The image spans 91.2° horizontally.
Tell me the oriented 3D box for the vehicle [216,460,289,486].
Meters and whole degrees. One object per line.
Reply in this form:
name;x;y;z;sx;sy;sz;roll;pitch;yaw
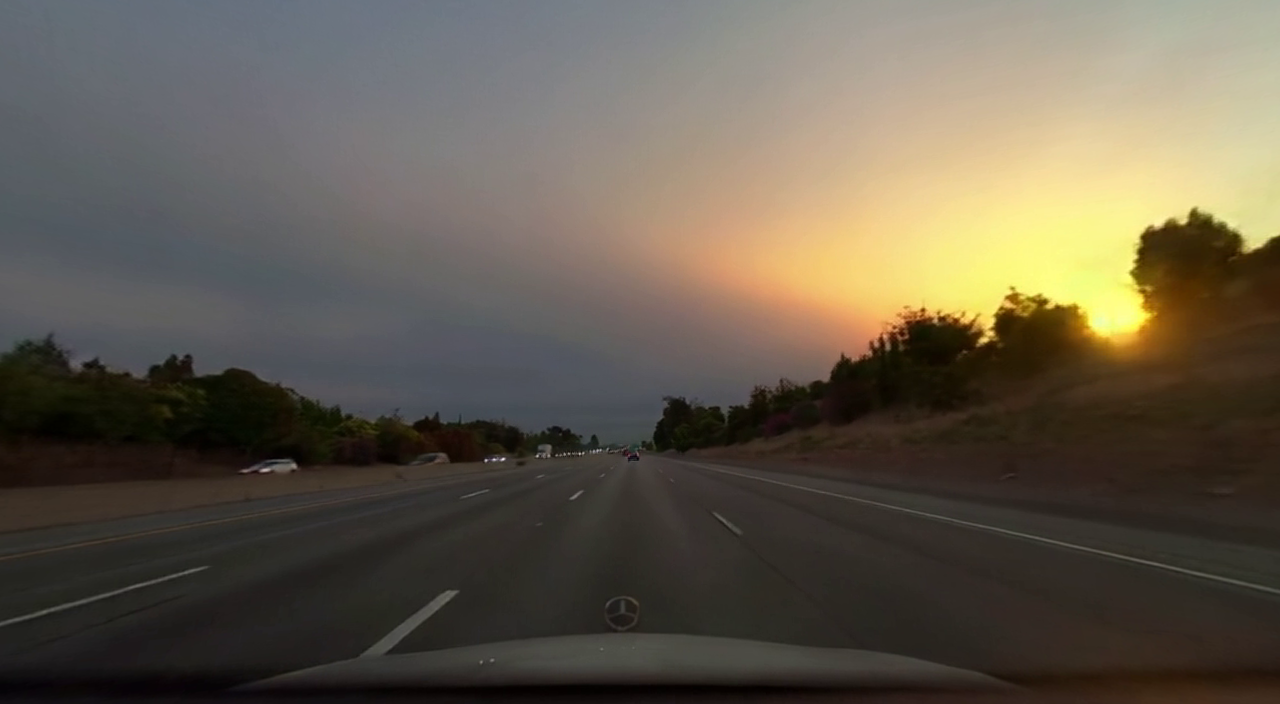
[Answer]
vehicle;-26.308;8.207;42.803;1.923;1.538;4.752;0;-9;0

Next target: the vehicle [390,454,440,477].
vehicle;-15.603;7.882;43.716;1.903;1.503;4.309;0;-9;-1
